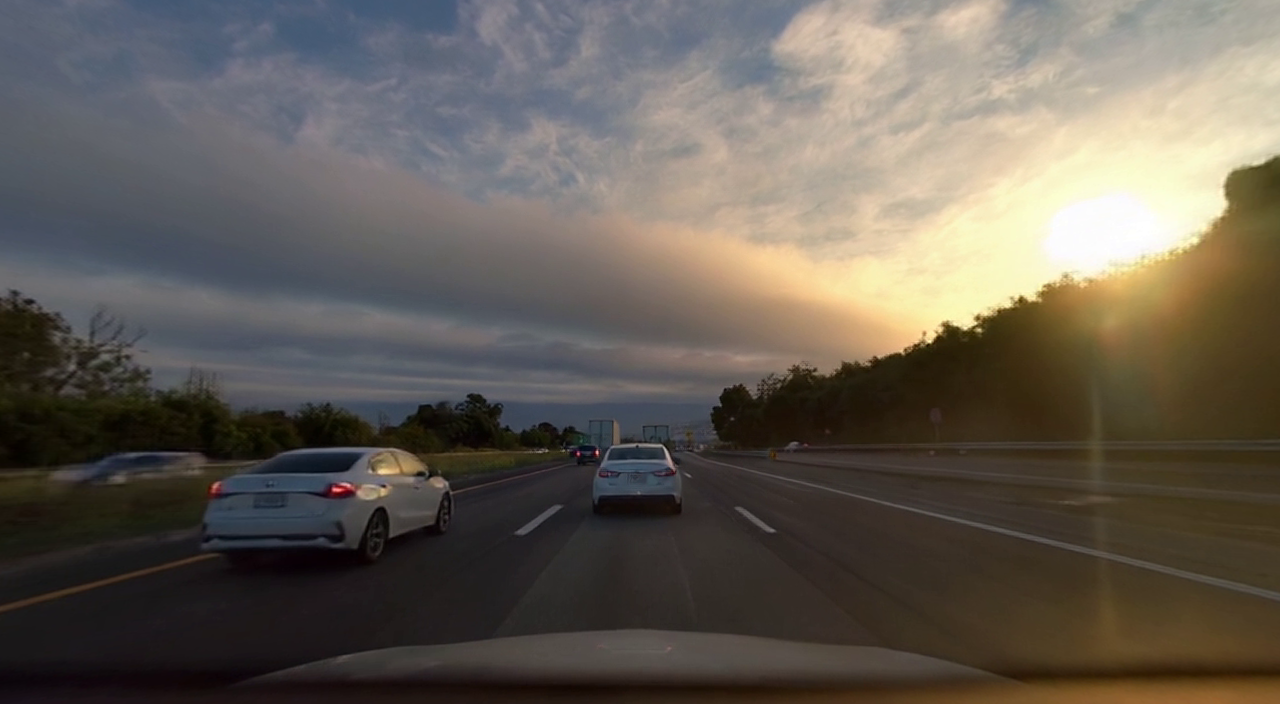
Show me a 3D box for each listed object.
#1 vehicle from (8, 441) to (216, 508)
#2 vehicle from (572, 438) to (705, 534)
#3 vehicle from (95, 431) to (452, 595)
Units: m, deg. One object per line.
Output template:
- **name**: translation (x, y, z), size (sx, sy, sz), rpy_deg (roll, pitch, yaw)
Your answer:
- **vehicle**: translation (-15.007, 3.478, 18.362), size (1.998, 1.685, 4.606), rpy_deg (0, -9, 1)
- **vehicle**: translation (-0.037, 2.390, 11.785), size (2.057, 1.449, 3.931), rpy_deg (0, -9, 0)
- **vehicle**: translation (-4.063, 1.841, 8.081), size (1.929, 1.509, 4.331), rpy_deg (0, -9, 1)
